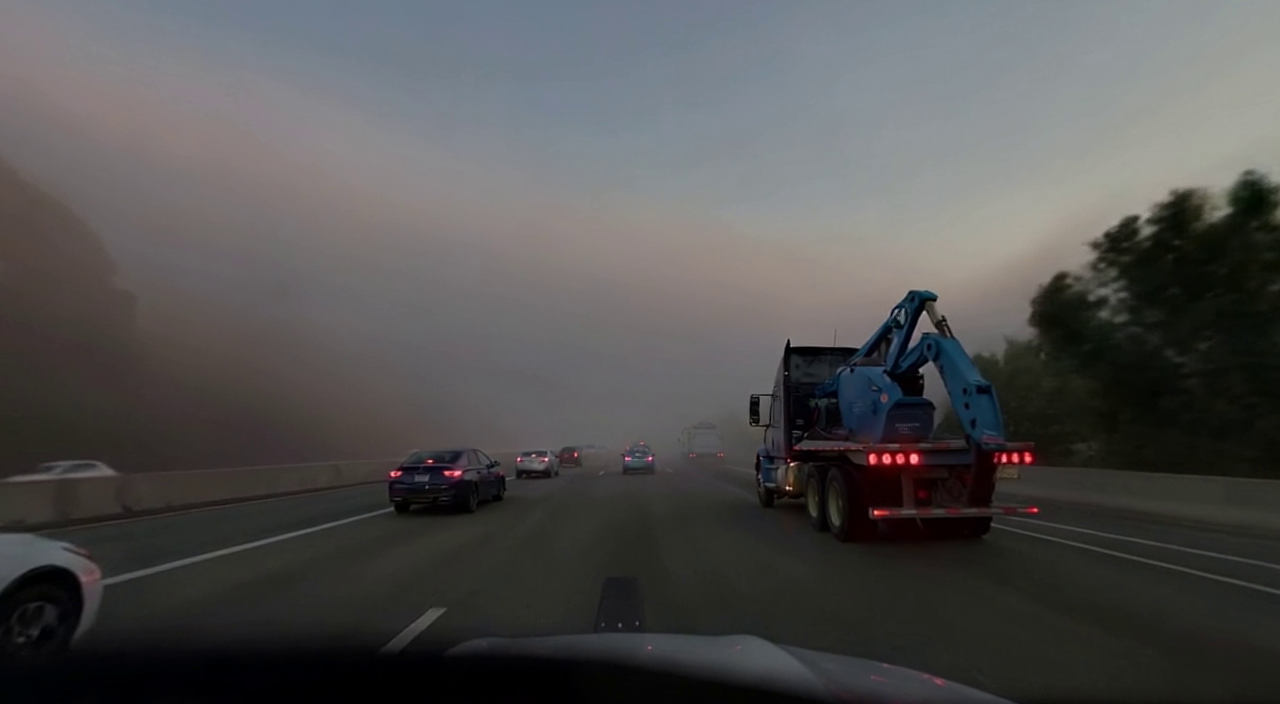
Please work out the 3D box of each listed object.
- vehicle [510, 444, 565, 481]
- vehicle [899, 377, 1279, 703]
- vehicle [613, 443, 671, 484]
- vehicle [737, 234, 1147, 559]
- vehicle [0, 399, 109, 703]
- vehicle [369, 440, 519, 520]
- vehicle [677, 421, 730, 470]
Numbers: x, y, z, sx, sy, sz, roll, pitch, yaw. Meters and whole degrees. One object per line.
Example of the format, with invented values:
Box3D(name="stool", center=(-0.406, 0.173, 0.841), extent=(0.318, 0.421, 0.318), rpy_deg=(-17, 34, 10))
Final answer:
Box3D(name="vehicle", center=(-4.599, 5.032, 28.792), extent=(1.858, 1.527, 3.974), rpy_deg=(0, -9, 0))
Box3D(name="vehicle", center=(4.067, 1.080, 3.686), extent=(2.599, 1.631, 5.693), rpy_deg=(0, -9, -1))
Box3D(name="vehicle", center=(0.021, 4.477, 25.458), extent=(2.150, 1.498, 3.988), rpy_deg=(0, -9, -2))
Box3D(name="vehicle", center=(3.930, 1.071, 11.171), extent=(2.975, 3.618, 8.456), rpy_deg=(0, -9, 0))
Box3D(name="vehicle", center=(-4.158, 0.792, 1.597), extent=(1.978, 1.556, 4.119), rpy_deg=(0, -9, 0))
Box3D(name="vehicle", center=(-4.232, 2.823, 14.435), extent=(1.880, 1.507, 4.757), rpy_deg=(0, -9, 0))
Box3D(name="vehicle", center=(3.917, 5.991, 40.121), extent=(2.416, 2.829, 7.016), rpy_deg=(0, -9, -2))
